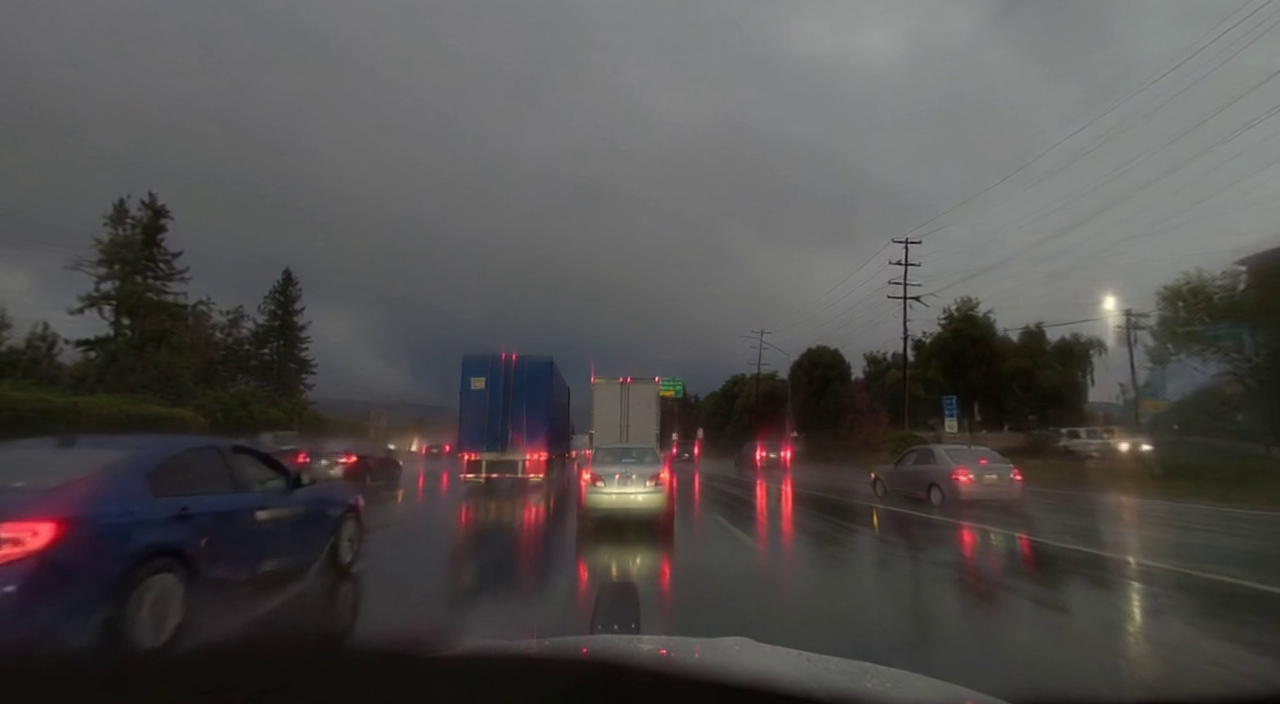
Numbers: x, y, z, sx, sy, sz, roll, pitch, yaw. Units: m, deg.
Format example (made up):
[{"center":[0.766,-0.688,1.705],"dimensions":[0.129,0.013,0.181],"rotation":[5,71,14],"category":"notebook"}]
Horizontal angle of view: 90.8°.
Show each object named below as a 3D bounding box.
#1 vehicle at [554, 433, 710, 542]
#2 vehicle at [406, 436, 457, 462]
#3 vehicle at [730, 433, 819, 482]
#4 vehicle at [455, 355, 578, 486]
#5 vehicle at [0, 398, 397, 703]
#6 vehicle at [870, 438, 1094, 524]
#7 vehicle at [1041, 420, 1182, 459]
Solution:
[{"center":[-0.208,2.144,10.636],"dimensions":[2.112,1.463,4.012],"rotation":[0,-9,-3],"category":"vehicle"},{"center":[-14.146,6.620,43.113],"dimensions":[2.148,1.678,4.851],"rotation":[1,-9,-4],"category":"vehicle"},{"center":[4.912,3.925,23.730],"dimensions":[2.023,1.676,4.002],"rotation":[1,-9,-7],"category":"vehicle"},{"center":[-4.938,3.606,29.845],"dimensions":[3.150,4.298,17.928],"rotation":[1,-9,-3],"category":"vehicle"},{"center":[-3.717,1.219,4.498],"dimensions":[2.090,1.463,4.968],"rotation":[0,-9,-1],"category":"vehicle"},{"center":[6.530,2.485,12.733],"dimensions":[1.878,1.406,4.164],"rotation":[1,-9,-6],"category":"vehicle"},{"center":[25.208,4.778,34.192],"dimensions":[2.321,1.880,6.188],"rotation":[1,-9,-7],"category":"vehicle"}]
